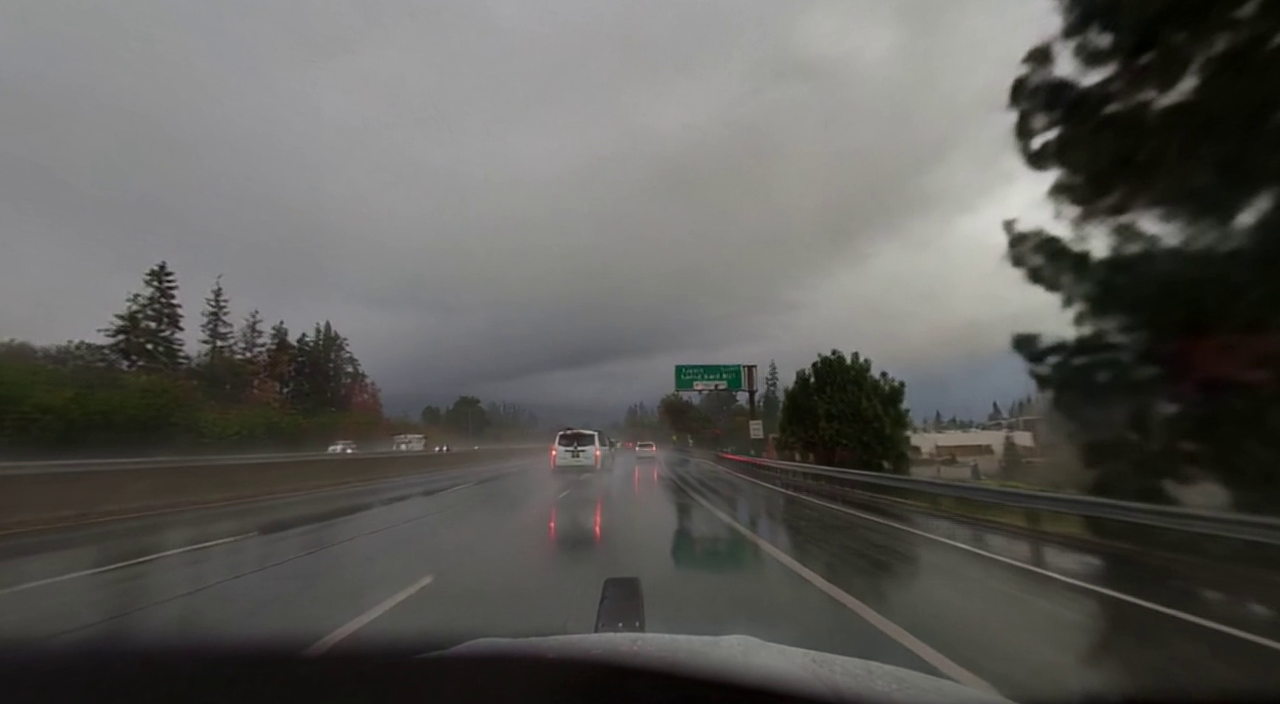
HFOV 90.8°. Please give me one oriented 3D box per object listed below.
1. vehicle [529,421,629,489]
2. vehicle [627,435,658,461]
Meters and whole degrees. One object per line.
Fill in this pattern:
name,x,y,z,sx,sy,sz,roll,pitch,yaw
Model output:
vehicle,-1.817,3.423,21.179,2.497,1.957,5.432,-1,-9,4
vehicle,0.229,7.437,48.921,2.306,1.857,4.657,0,-9,1
